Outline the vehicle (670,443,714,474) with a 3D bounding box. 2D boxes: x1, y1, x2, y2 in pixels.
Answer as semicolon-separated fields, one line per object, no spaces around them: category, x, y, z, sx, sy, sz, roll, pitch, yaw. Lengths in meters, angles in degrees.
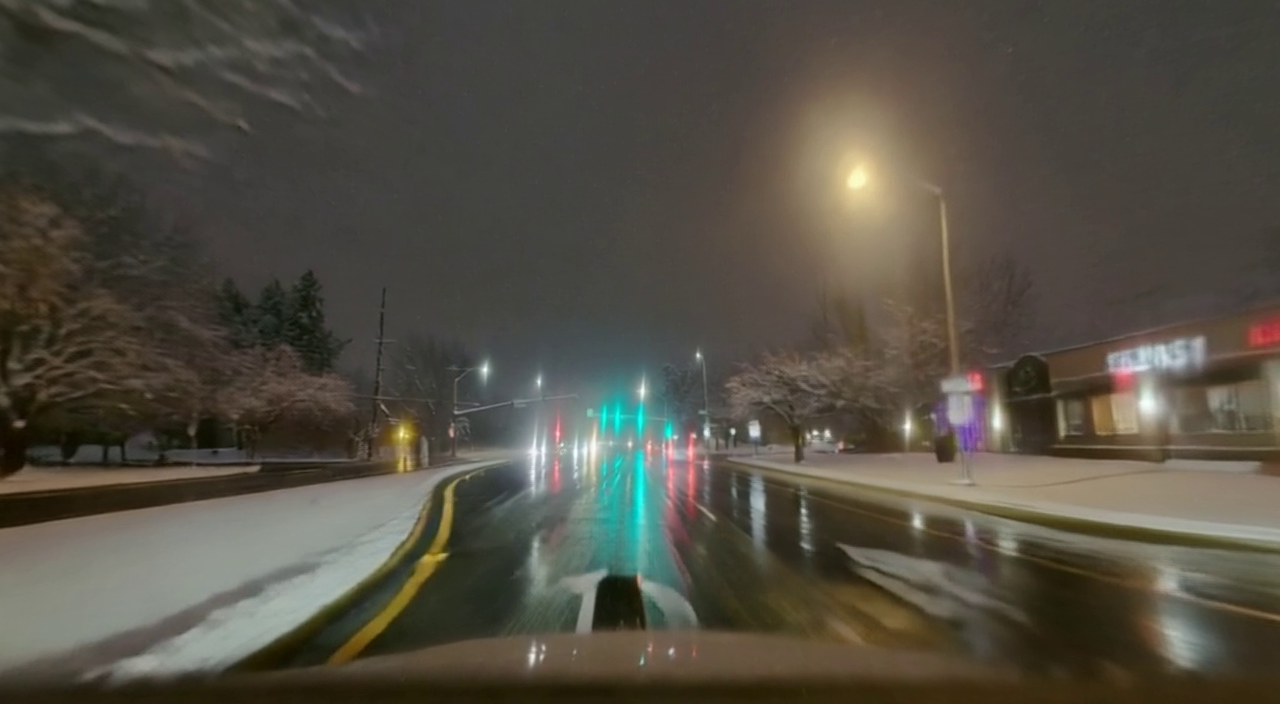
vehicle;2.797;5.866;34.908;1.961;1.580;4.020;1;-8;-2
